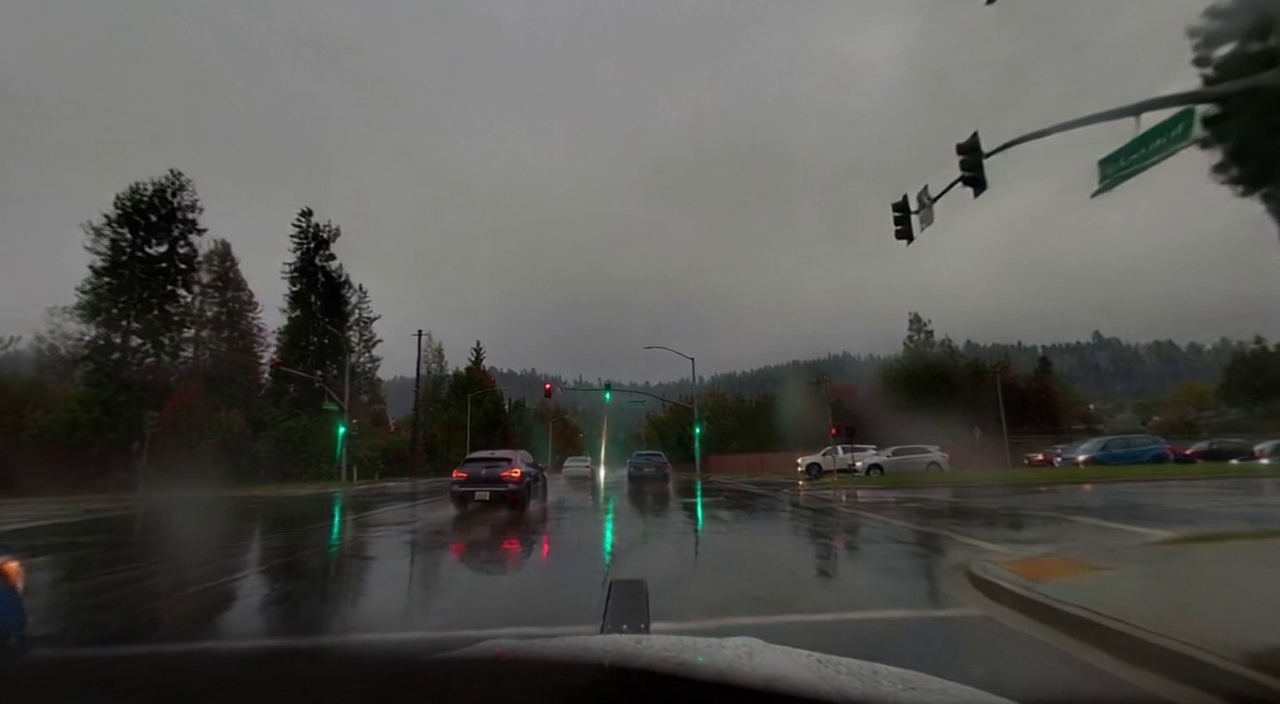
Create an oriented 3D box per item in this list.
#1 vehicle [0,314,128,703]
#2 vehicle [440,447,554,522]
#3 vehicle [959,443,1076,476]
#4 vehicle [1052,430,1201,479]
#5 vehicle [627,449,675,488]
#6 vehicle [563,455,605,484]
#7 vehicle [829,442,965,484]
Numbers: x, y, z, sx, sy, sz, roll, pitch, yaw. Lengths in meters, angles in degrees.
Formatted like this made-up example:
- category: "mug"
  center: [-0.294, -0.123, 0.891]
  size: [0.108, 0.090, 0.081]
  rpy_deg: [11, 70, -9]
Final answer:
- category: "vehicle"
  center: [-3.199, 0.514, 0.164]
  size: [2.190, 1.766, 4.649]
  rpy_deg: [-1, -8, 0]
- category: "vehicle"
  center: [-3.325, 3.128, 15.355]
  size: [1.960, 1.528, 3.490]
  rpy_deg: [-1, -8, 0]
- category: "vehicle"
  center: [18.633, 5.309, 31.284]
  size: [4.478, 1.495, 2.063]
  rpy_deg: [-1, -8, 0]
- category: "vehicle"
  center: [21.049, 4.442, 27.457]
  size: [4.585, 1.681, 2.140]
  rpy_deg: [-4, -8, 0]
- category: "vehicle"
  center: [0.522, 5.610, 30.756]
  size: [2.163, 1.678, 3.846]
  rpy_deg: [-1, -8, 0]
- category: "vehicle"
  center: [-3.281, 6.975, 37.730]
  size: [2.013, 1.474, 4.393]
  rpy_deg: [-1, -8, 1]
- category: "vehicle"
  center: [11.029, 4.816, 27.316]
  size: [4.875, 1.473, 2.077]
  rpy_deg: [-3, -11, -1]
